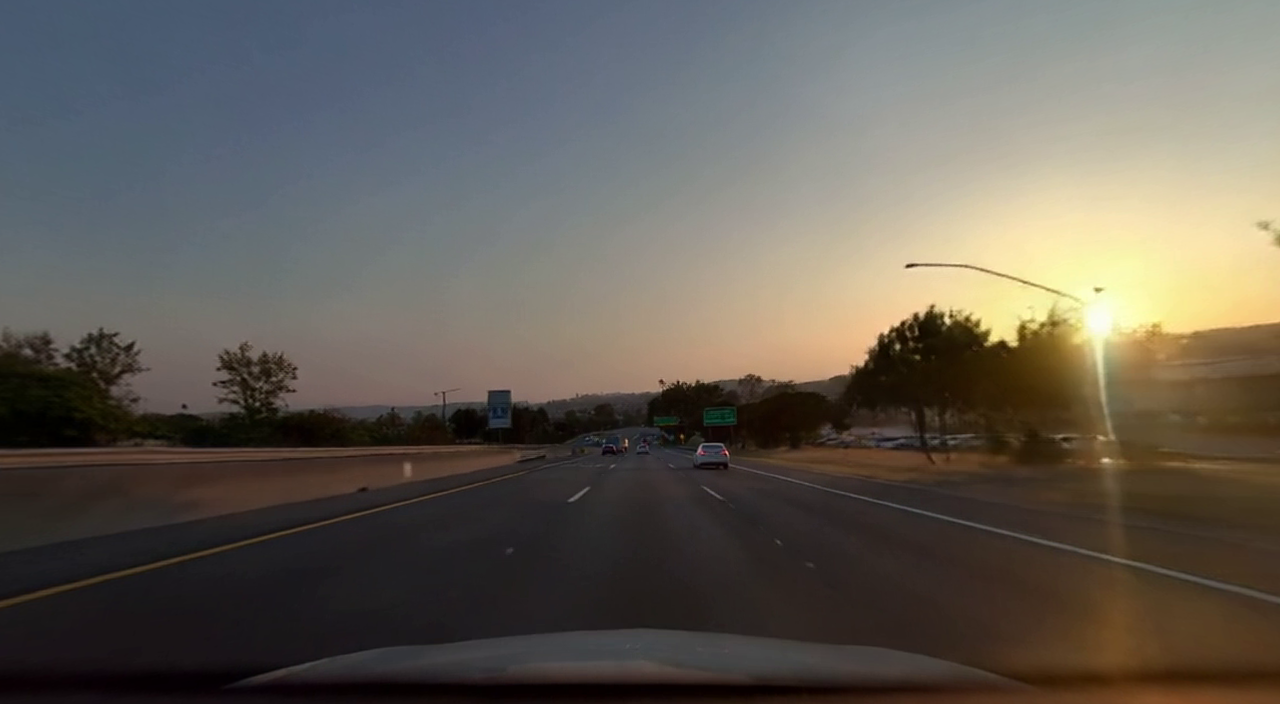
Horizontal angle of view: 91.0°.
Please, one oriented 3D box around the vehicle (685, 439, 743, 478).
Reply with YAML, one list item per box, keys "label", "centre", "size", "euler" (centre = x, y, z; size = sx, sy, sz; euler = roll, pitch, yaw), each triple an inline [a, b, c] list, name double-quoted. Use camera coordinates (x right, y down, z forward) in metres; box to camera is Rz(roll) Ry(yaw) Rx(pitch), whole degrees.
- label: "vehicle"
  centre: [3.198, 4.723, 28.176]
  size: [2.085, 1.594, 4.848]
  euler: [0, -9, 0]
